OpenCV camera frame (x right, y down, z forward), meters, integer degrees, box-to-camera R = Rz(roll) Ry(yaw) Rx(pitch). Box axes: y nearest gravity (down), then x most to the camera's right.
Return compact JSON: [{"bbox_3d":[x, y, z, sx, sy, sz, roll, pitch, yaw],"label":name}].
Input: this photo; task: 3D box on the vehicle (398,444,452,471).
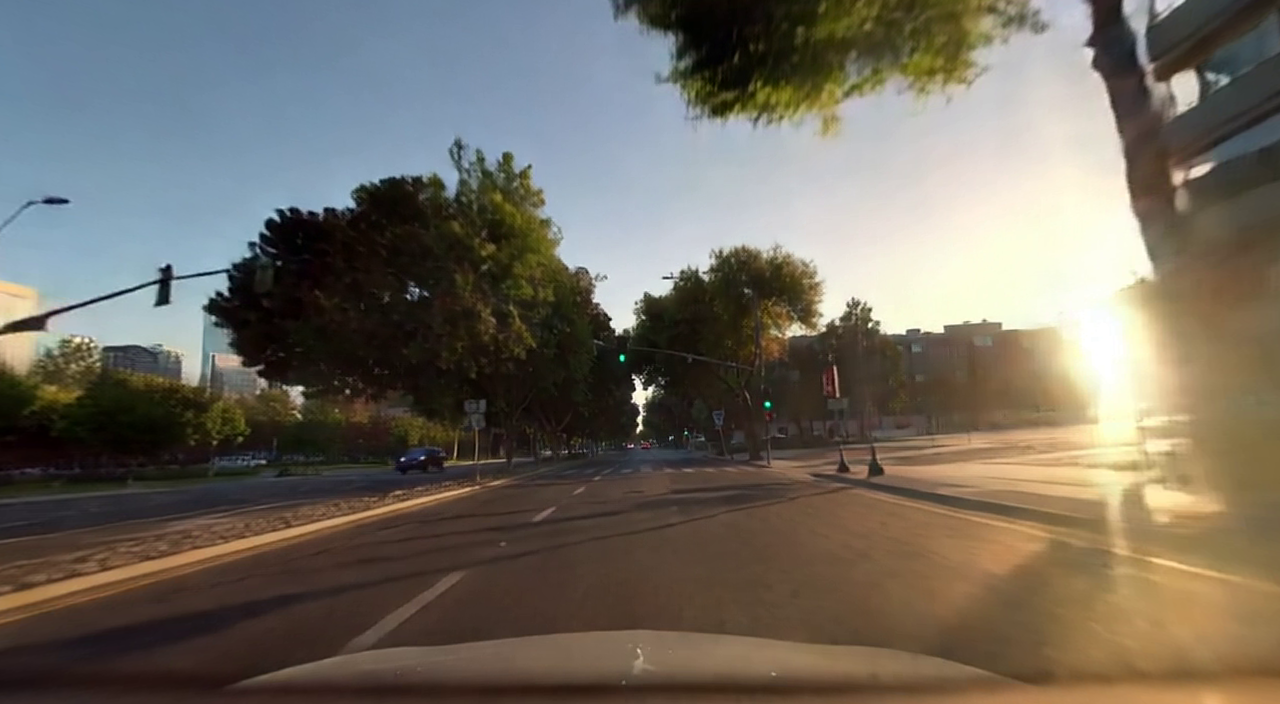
[{"bbox_3d":[-14.639,7.213,43.046,1.936,1.718,4.643,0,-8,1],"label":"vehicle"}]
